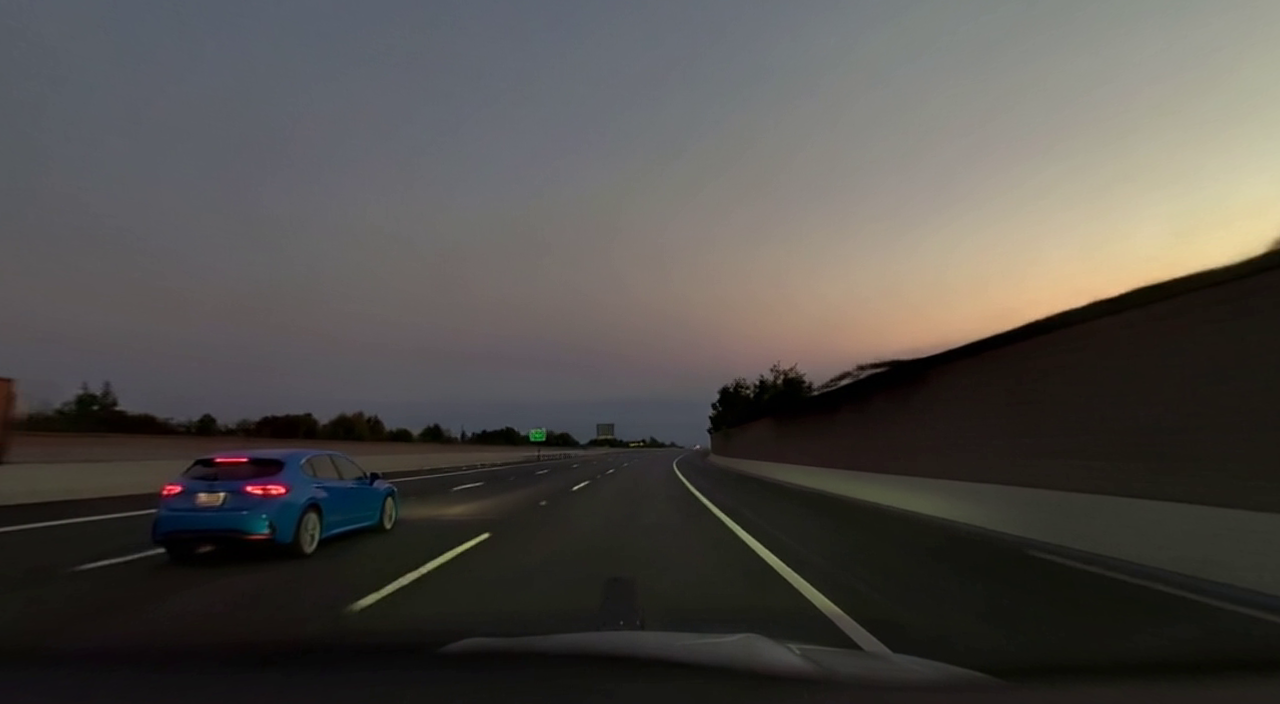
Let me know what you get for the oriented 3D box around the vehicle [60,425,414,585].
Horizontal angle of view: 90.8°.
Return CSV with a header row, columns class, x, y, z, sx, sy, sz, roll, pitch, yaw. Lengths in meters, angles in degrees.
class,x,y,z,sx,sy,sz,roll,pitch,yaw
vehicle,-4.546,1.749,7.971,1.928,1.504,3.745,0,-9,1
